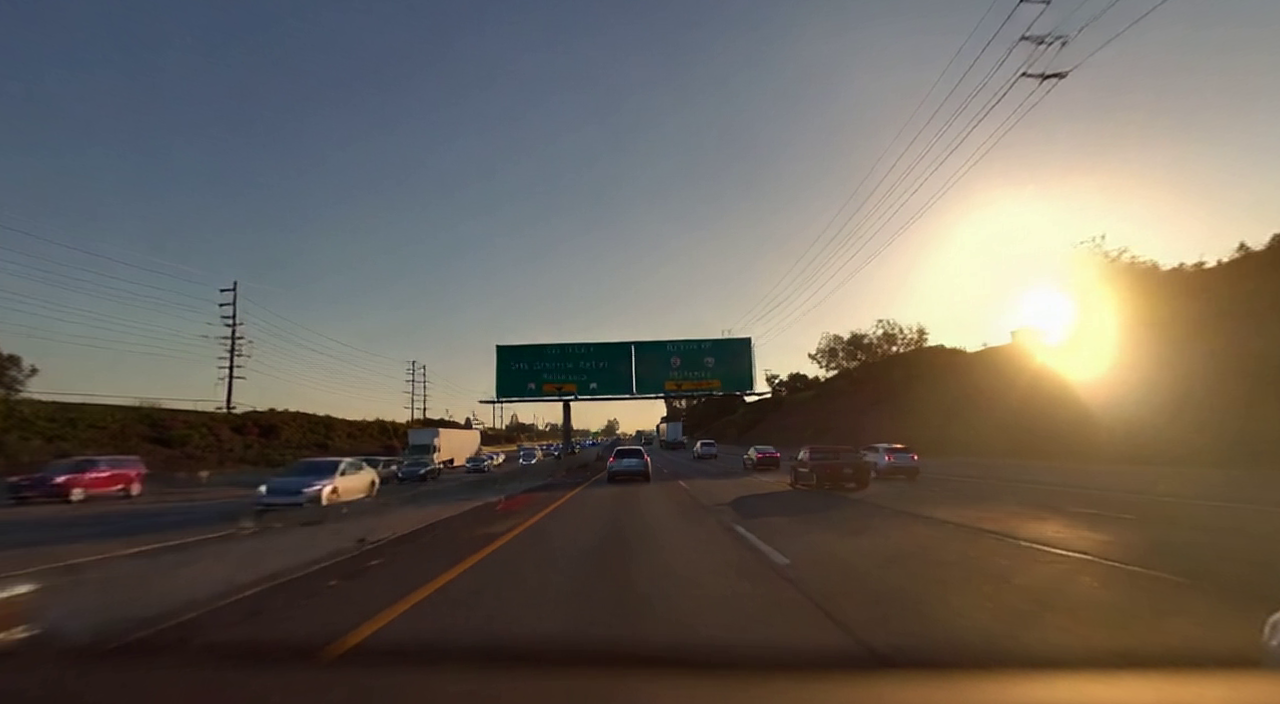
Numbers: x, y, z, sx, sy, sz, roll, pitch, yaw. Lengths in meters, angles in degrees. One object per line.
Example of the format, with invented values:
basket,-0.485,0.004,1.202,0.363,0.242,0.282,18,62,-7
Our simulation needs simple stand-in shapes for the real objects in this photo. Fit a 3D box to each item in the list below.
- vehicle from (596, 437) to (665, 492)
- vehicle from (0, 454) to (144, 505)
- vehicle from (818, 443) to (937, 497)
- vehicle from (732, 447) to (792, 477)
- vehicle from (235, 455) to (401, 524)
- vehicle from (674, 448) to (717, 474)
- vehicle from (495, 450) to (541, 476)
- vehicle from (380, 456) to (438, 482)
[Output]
vehicle,-0.356,4.117,23.464,2.298,1.809,4.359,0,-9,-1
vehicle,-21.814,4.827,24.307,1.889,1.708,4.301,0,-9,0
vehicle,7.159,3.573,19.593,1.958,1.473,4.201,0,-9,-2
vehicle,6.288,5.707,33.110,1.934,1.461,4.368,1,-9,-5
vehicle,-8.164,3.492,16.605,1.937,1.477,4.561,0,-9,0
vehicle,3.297,6.578,38.402,2.115,1.481,3.968,0,-9,-2
vehicle,-8.261,7.543,43.076,2.069,1.613,4.660,0,-9,2
vehicle,-14.876,7.570,41.046,1.924,1.472,4.767,0,-9,1
